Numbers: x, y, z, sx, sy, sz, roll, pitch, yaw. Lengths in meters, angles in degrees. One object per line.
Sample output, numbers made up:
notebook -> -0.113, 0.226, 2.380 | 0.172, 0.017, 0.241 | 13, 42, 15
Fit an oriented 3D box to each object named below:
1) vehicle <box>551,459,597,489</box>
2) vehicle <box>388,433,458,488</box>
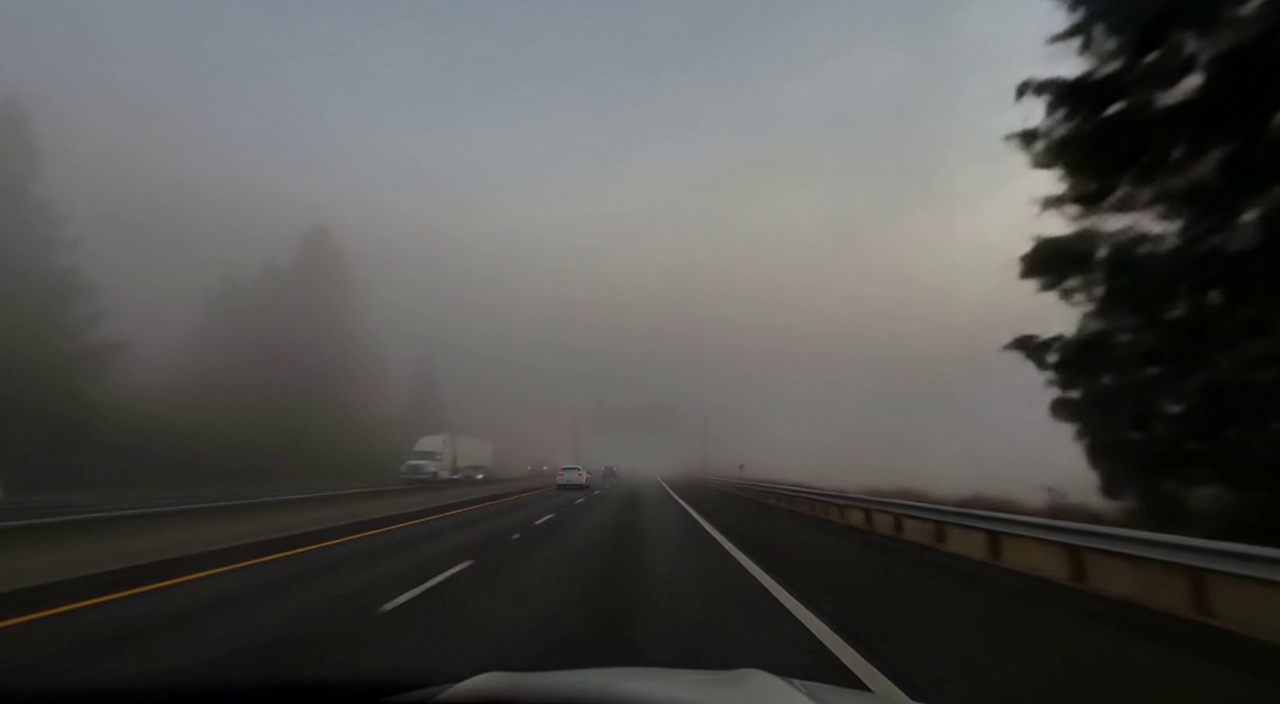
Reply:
vehicle -> -4.041, 7.629, 39.371 | 2.160, 1.721, 4.368 | 0, -11, 2
vehicle -> -16.703, 8.444, 48.914 | 3.027, 3.952, 5.790 | 1, -11, 2
